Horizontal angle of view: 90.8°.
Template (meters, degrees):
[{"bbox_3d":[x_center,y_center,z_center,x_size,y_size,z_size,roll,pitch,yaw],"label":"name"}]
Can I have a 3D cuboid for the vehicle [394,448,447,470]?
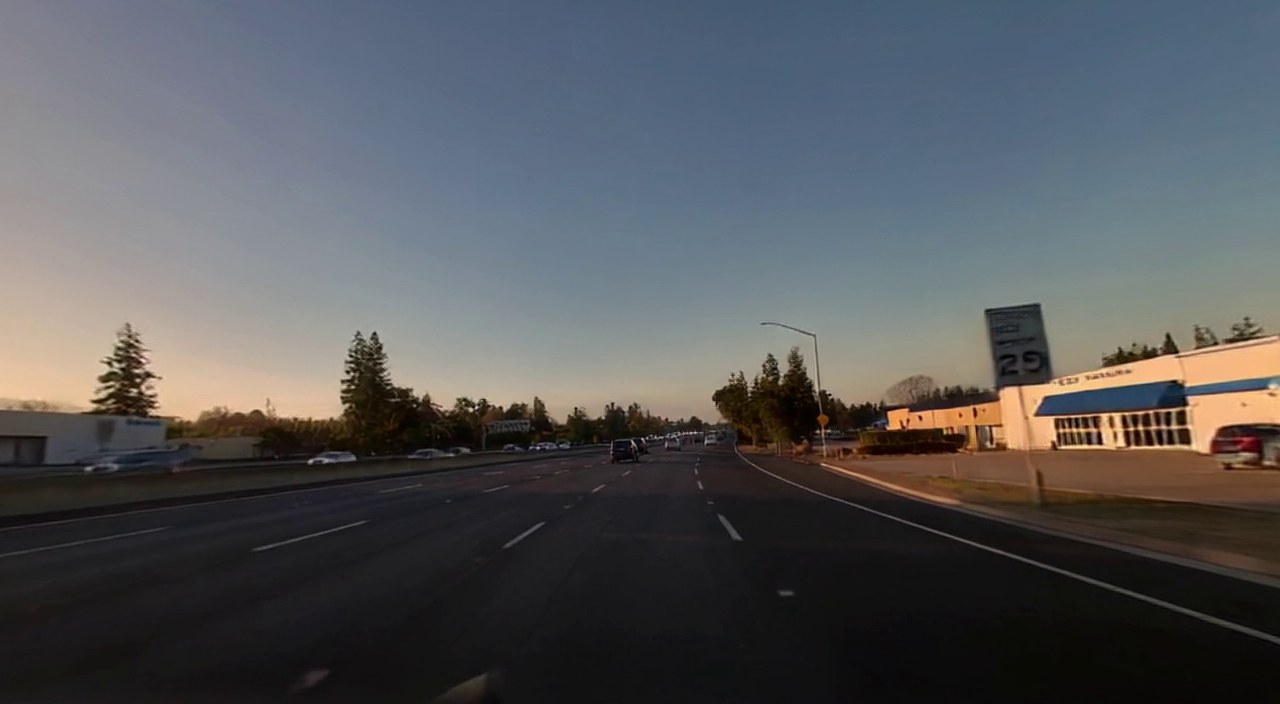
[{"bbox_3d":[-16.518,8.057,47.796,1.879,1.483,4.697,-1,-9,6],"label":"vehicle"}]

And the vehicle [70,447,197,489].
[{"bbox_3d":[-24.396,5.552,30.712,1.968,1.829,4.798,-1,-9,4],"label":"vehicle"}]

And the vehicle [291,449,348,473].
[{"bbox_3d":[-23.150,7.876,45.836,1.803,1.619,3.952,-1,-9,5],"label":"vehicle"}]

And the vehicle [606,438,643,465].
[{"bbox_3d":[-1.062,7.102,45.232,2.139,1.782,4.079,-1,-9,6],"label":"vehicle"}]
